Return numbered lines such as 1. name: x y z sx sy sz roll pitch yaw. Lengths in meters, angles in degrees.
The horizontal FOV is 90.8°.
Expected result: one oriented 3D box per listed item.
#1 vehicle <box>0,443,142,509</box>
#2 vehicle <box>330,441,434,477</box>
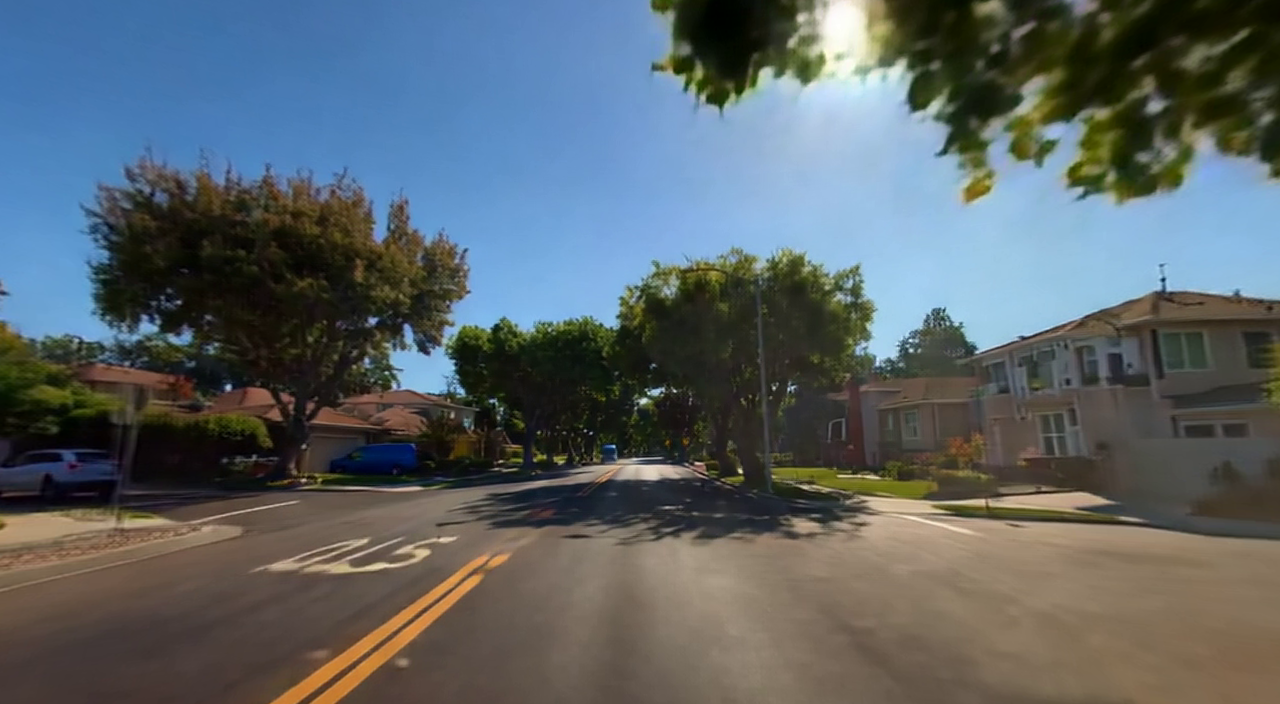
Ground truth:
1. vehicle: -17.670 3.665 19.143 4.876 1.763 2.016 -4 -10 27
2. vehicle: -14.041 5.842 34.708 2.145 1.839 4.837 -6 -10 33
